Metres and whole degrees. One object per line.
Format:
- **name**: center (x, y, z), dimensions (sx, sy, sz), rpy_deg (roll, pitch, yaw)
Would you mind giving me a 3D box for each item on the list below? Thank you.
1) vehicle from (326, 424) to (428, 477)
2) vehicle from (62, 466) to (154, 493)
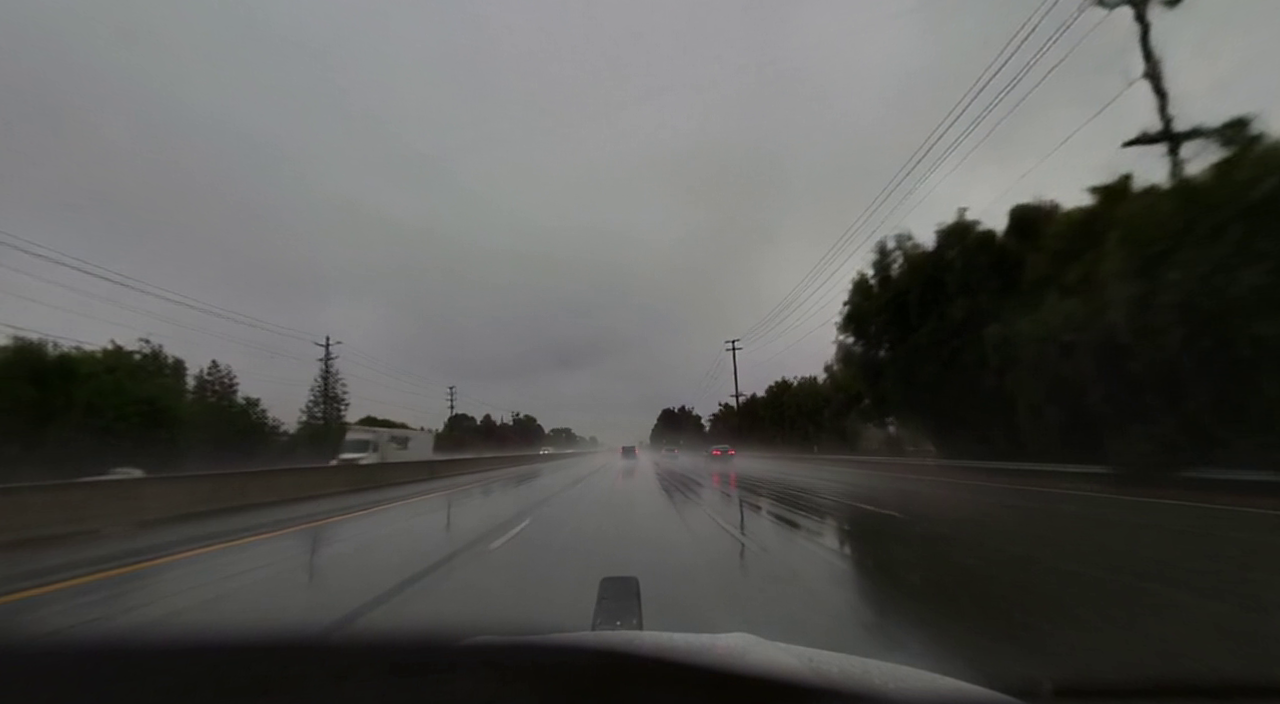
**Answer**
- **vehicle**: center (-19.222, 7.337, 47.197), dimensions (2.951, 3.477, 10.720), rpy_deg (0, -9, 0)
- **vehicle**: center (-40.316, 9.683, 48.098), dimensions (2.078, 1.720, 5.714), rpy_deg (0, -9, -1)
